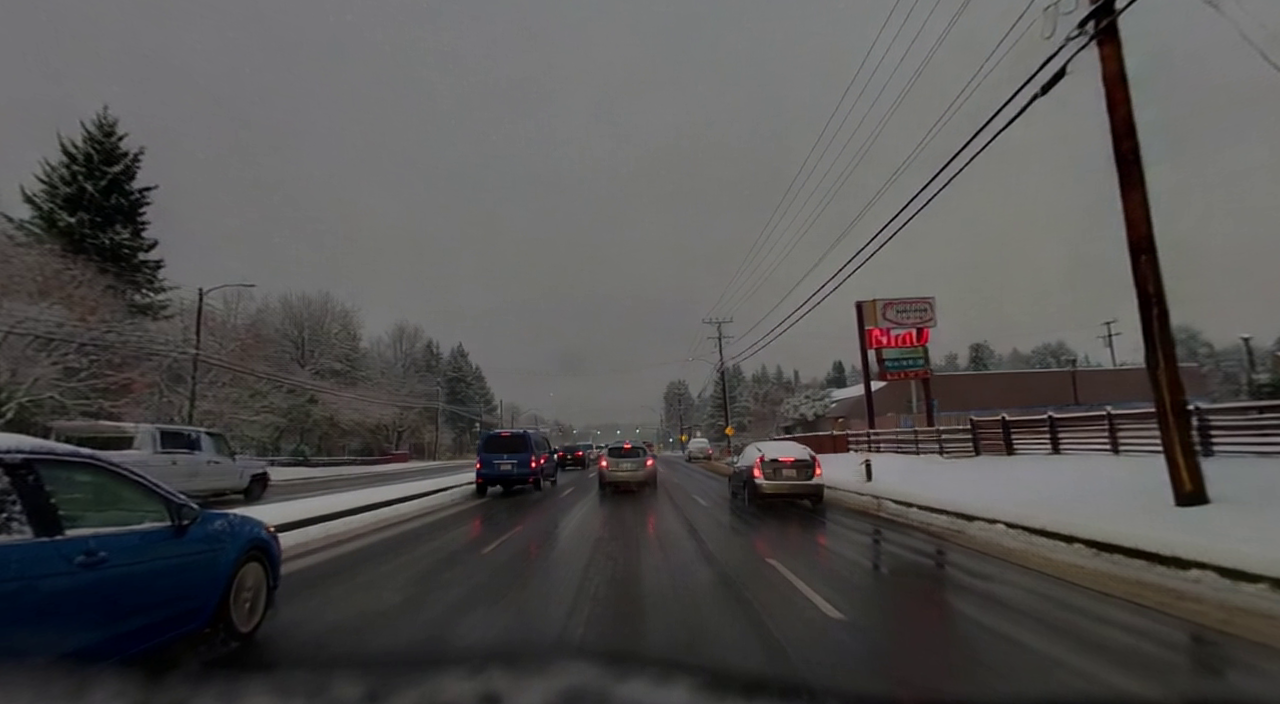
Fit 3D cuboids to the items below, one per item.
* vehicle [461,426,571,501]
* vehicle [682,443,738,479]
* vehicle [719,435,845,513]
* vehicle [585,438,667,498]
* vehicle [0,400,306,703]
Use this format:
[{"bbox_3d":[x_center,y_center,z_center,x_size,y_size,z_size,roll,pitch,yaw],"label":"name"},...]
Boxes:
[{"bbox_3d":[-3.330,3.115,18.051,2.092,1.839,4.736,0,-9,1],"label":"vehicle"},{"bbox_3d":[3.032,4.814,28.181,1.878,1.479,4.461,0,-9,-1],"label":"vehicle"},{"bbox_3d":[3.039,2.686,14.354,1.880,1.521,3.724,0,-9,-2],"label":"vehicle"},{"bbox_3d":[-0.373,3.254,18.066,2.097,1.511,3.809,0,-9,0],"label":"vehicle"},{"bbox_3d":[-3.346,0.889,2.164,2.004,1.454,4.349,0,-9,0],"label":"vehicle"}]
